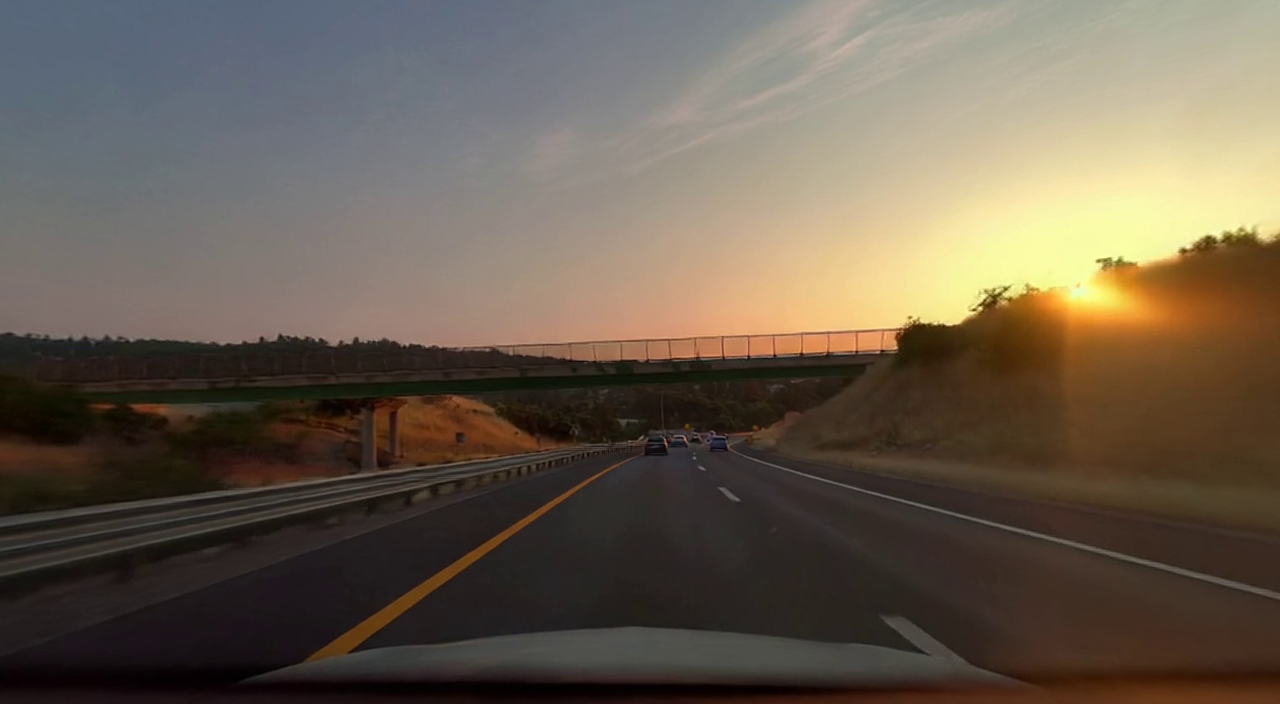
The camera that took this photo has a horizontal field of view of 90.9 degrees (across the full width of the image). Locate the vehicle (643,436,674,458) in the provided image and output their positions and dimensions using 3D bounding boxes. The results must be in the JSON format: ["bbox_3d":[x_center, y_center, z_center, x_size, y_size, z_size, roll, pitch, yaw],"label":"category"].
[{"bbox_3d":[1.350,6.766,45.087,1.993,1.461,3.812,-1,-8,4],"label":"vehicle"}]
